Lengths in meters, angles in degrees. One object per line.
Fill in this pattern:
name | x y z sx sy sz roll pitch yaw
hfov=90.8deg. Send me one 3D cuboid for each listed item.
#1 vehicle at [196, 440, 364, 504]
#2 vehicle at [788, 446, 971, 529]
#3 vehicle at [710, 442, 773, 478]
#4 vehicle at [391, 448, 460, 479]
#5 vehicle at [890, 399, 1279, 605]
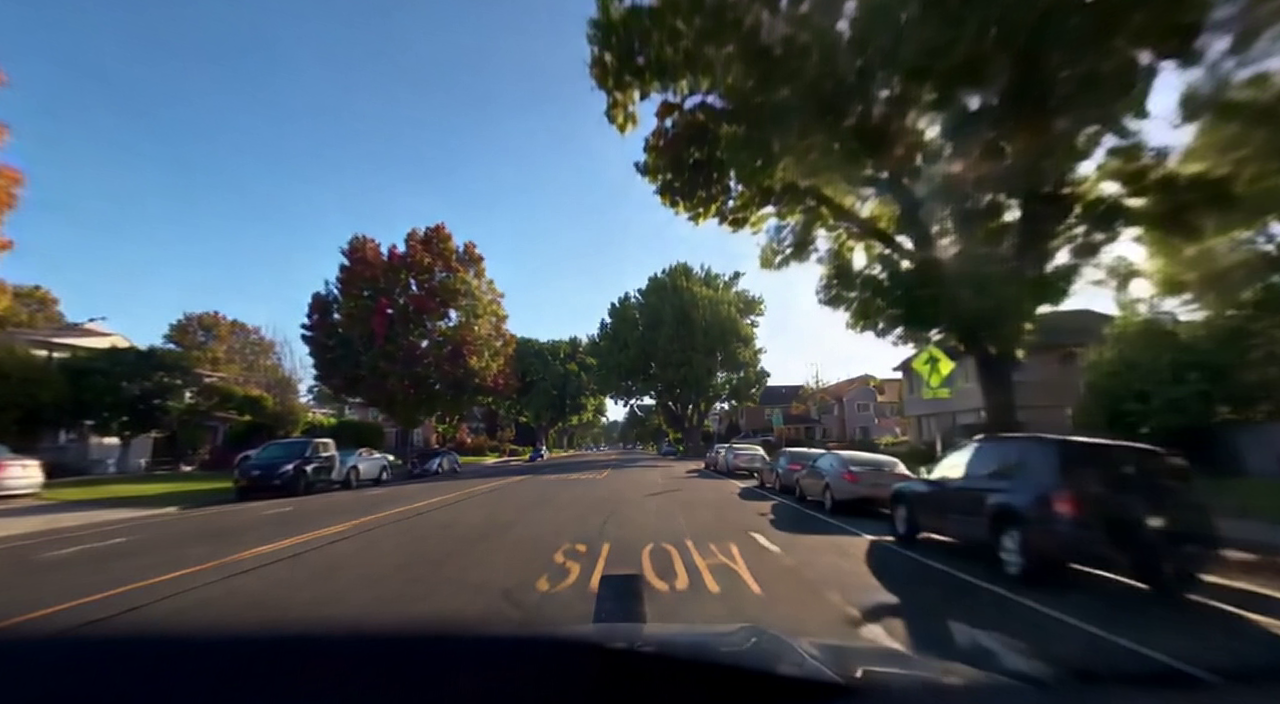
vehicle | -11.392 3.789 20.566 2.459 1.804 4.877 0 -8 2
vehicle | 4.615 2.642 12.976 2.049 1.385 4.209 0 -8 -1
vehicle | 4.507 4.857 28.761 2.196 1.472 4.426 0 -8 0
vehicle | -11.071 5.775 32.976 1.949 1.457 4.581 0 -8 0
vehicle | 5.076 1.686 7.942 2.087 1.869 4.159 0 -8 -1
